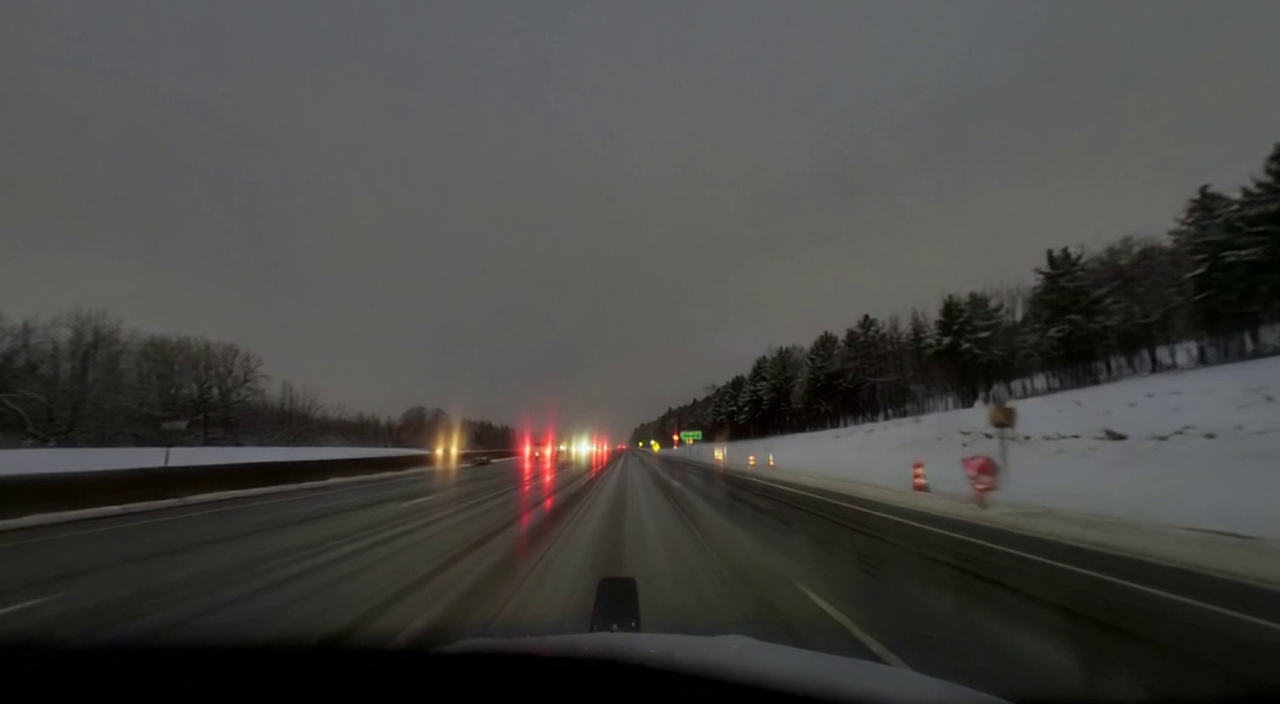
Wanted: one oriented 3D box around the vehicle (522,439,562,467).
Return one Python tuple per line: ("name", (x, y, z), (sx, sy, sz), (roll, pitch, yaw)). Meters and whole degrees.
("vehicle", (-6.530, 6.747, 42.491), (2.036, 1.758, 4.529), (0, -9, 0))
